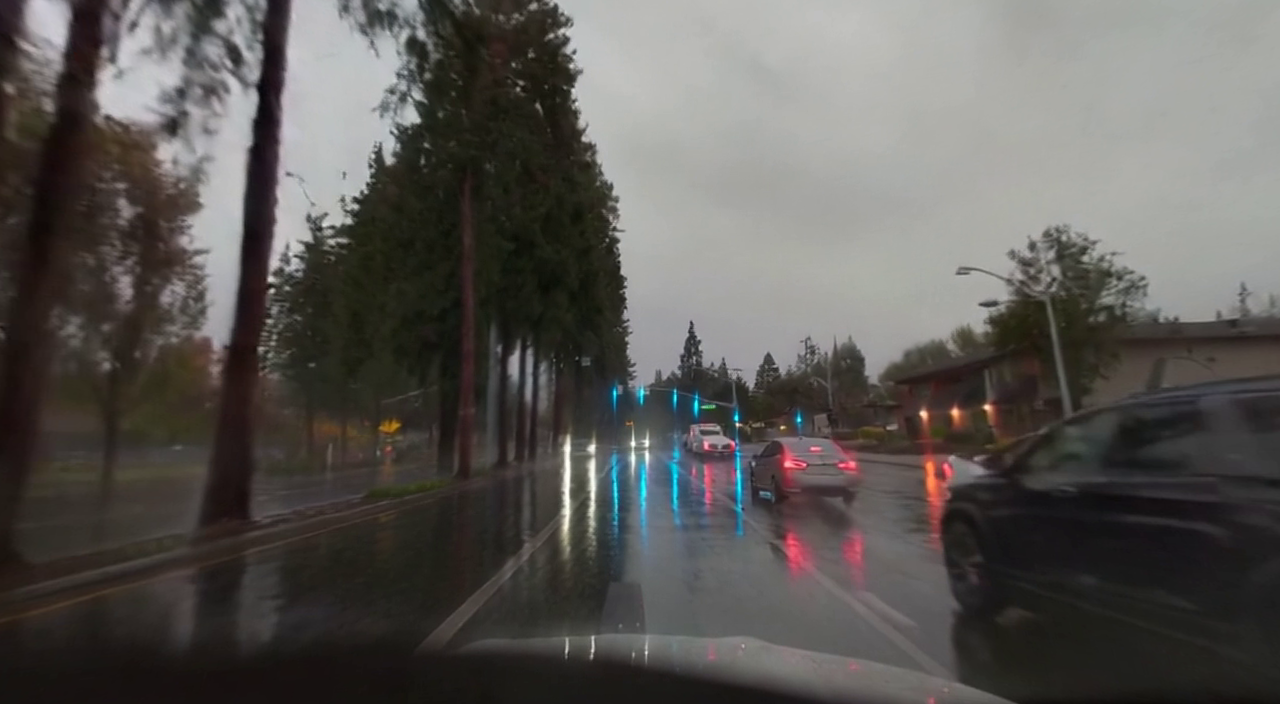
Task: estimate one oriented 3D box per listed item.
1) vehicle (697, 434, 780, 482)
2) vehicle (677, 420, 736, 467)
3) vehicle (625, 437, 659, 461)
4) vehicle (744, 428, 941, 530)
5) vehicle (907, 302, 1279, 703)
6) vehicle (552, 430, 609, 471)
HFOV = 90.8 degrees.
[{"bbox_3d":[3.183,3.529,21.261,2.080,1.445,4.096,0,-8,-1],"label":"vehicle"},{"bbox_3d":[3.281,4.722,32.542,2.337,2.144,5.976,0,-8,0],"label":"vehicle"},{"bbox_3d":[0.146,6.329,41.324,2.120,1.428,3.890,0,-8,1],"label":"vehicle"},{"bbox_3d":[3.245,2.131,11.185,2.009,1.436,4.258,0,-8,-1],"label":"vehicle"},{"bbox_3d":[3.287,0.834,3.071,1.985,1.772,4.479,0,-8,0],"label":"vehicle"},{"bbox_3d":[-2.591,4.449,28.629,2.083,1.691,4.398,0,-8,1],"label":"vehicle"}]
